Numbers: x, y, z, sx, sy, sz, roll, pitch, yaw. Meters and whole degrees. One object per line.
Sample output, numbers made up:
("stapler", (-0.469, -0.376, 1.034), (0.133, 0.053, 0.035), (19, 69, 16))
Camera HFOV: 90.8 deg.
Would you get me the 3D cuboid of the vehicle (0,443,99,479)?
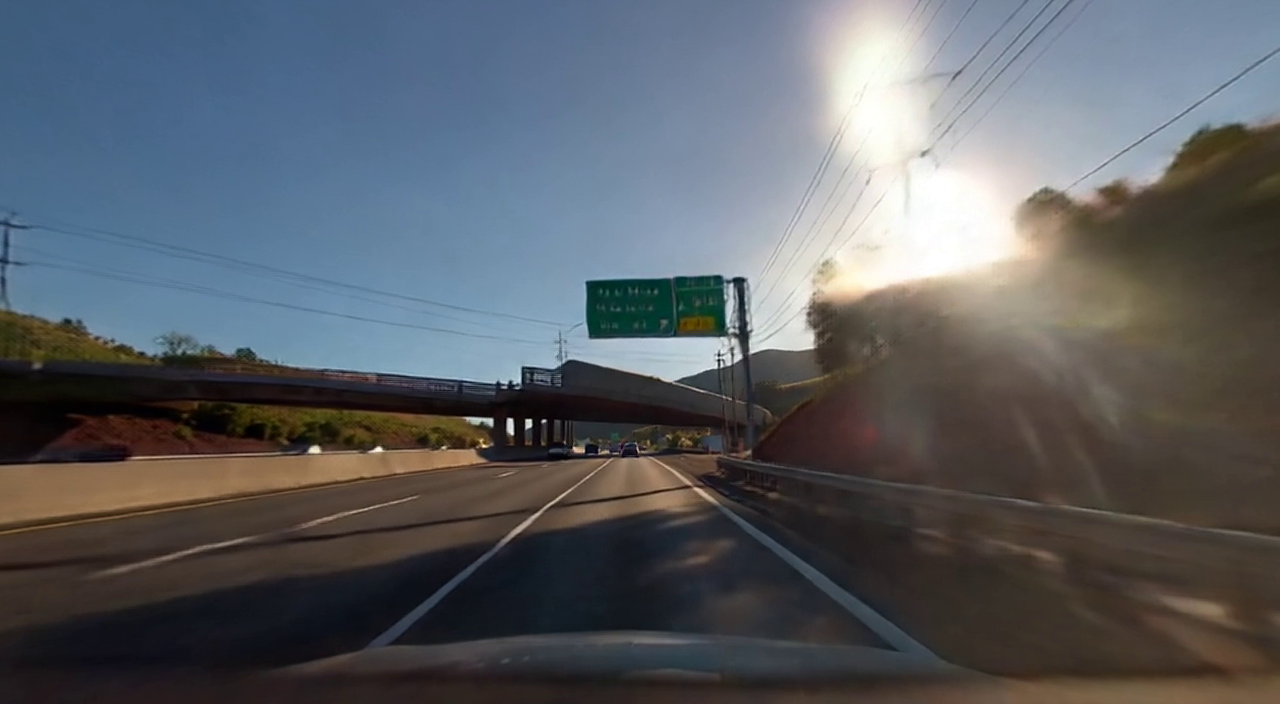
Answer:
("vehicle", (-32.382, 5.833, 34.001), (2.076, 1.687, 5.116), (-3, -7, 0))
